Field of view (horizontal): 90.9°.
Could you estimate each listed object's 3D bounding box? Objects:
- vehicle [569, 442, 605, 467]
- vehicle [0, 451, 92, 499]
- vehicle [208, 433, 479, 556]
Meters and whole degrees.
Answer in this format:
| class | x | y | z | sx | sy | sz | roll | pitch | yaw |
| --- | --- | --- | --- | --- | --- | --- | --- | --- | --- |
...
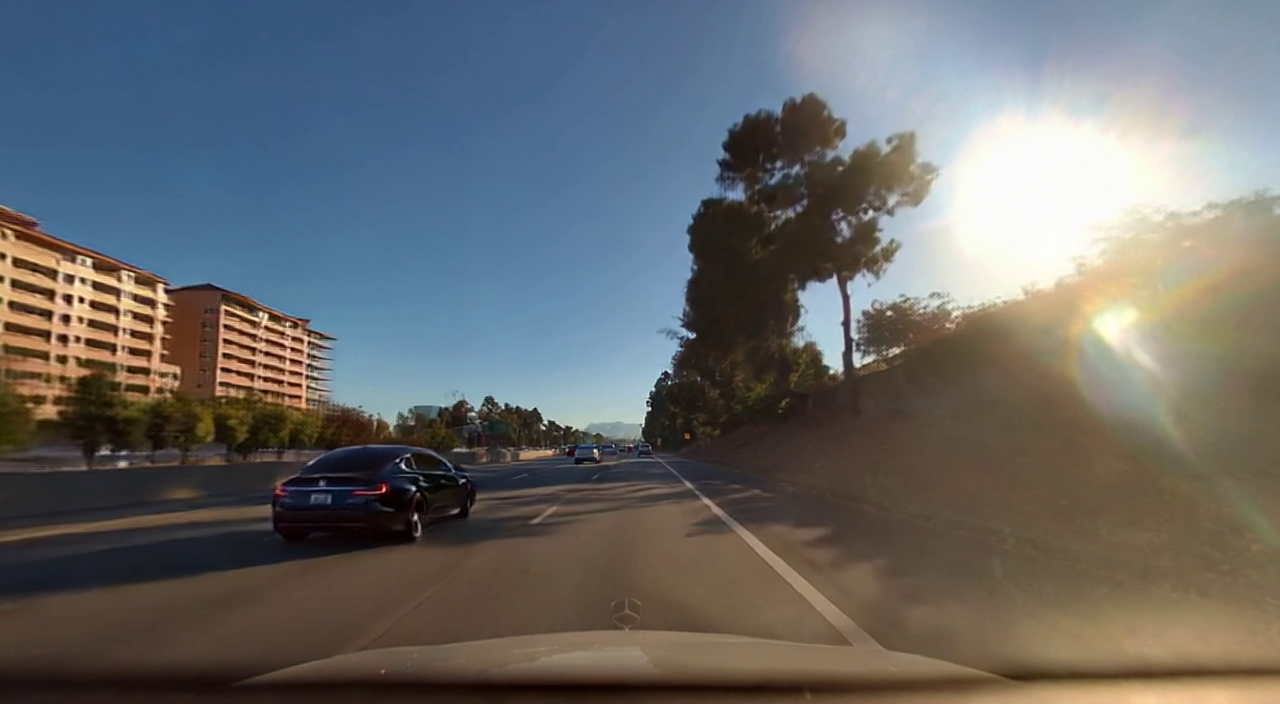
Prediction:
| class | x | y | z | sx | sy | sz | roll | pitch | yaw |
| --- | --- | --- | --- | --- | --- | --- | --- | --- | --- |
| vehicle | -3.340 | 6.548 | 40.458 | 1.926 | 1.464 | 4.186 | 0 | -8 | 1 |
| vehicle | -21.294 | 4.160 | 21.563 | 1.817 | 1.465 | 3.571 | 0 | -8 | 1 |
| vehicle | -4.155 | 2.051 | 9.870 | 2.083 | 1.471 | 4.350 | 0 | -8 | 1 |
